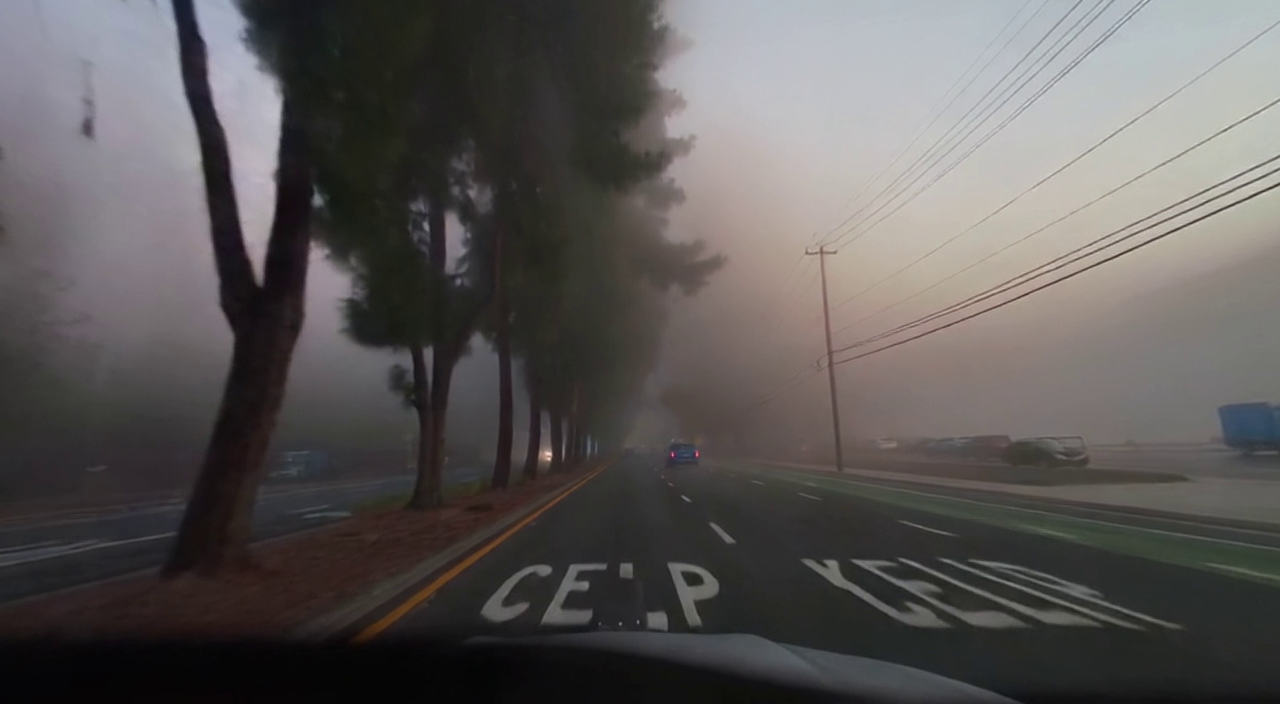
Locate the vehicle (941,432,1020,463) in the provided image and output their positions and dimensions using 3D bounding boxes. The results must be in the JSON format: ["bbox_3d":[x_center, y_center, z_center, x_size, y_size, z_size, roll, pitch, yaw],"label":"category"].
[{"bbox_3d":[20.161,5.673,37.665,1.983,1.730,4.563,0,-9,-2],"label":"vehicle"}]

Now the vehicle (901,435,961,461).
[{"bbox_3d":[20.125,6.661,43.922,1.896,1.656,4.653,0,-9,-1],"label":"vehicle"}]

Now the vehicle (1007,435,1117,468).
[{"bbox_3d":[20.131,4.787,30.456,1.980,1.423,4.793,0,-9,0],"label":"vehicle"}]

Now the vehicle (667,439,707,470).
[{"bbox_3d":[2.957,6.562,40.592,2.086,1.803,4.607,0,-9,-2],"label":"vehicle"}]
